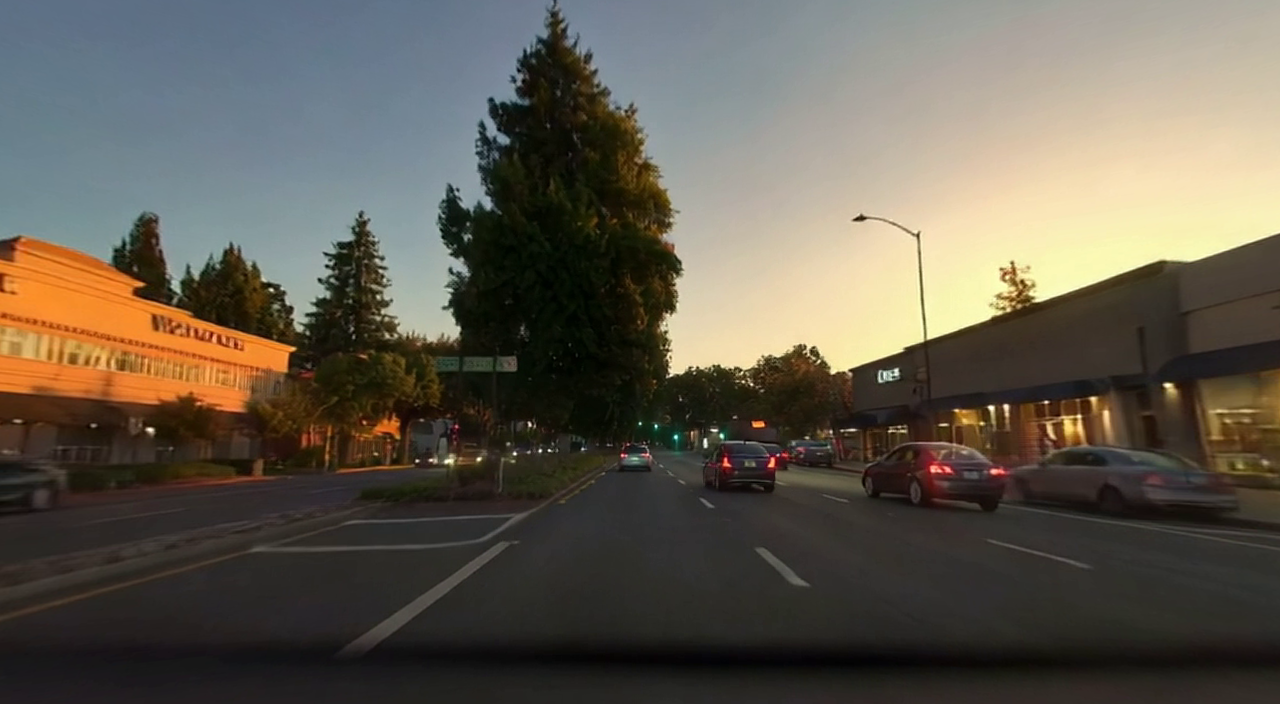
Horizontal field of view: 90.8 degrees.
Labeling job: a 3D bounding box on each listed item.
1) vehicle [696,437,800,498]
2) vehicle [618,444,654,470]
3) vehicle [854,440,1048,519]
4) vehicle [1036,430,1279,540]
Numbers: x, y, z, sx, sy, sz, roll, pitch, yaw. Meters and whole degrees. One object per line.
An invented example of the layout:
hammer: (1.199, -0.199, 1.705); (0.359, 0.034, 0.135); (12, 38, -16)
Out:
vehicle: (2.974, 3.297, 18.502); (2.072, 1.545, 4.578); (0, -8, -2)
vehicle: (-0.249, 6.303, 38.304); (2.052, 1.461, 4.324); (0, -8, 0)
vehicle: (6.634, 2.740, 14.186); (1.952, 1.449, 4.544); (0, -8, -1)
vehicle: (10.505, 2.479, 12.524); (2.057, 1.748, 4.673); (0, -8, -3)
